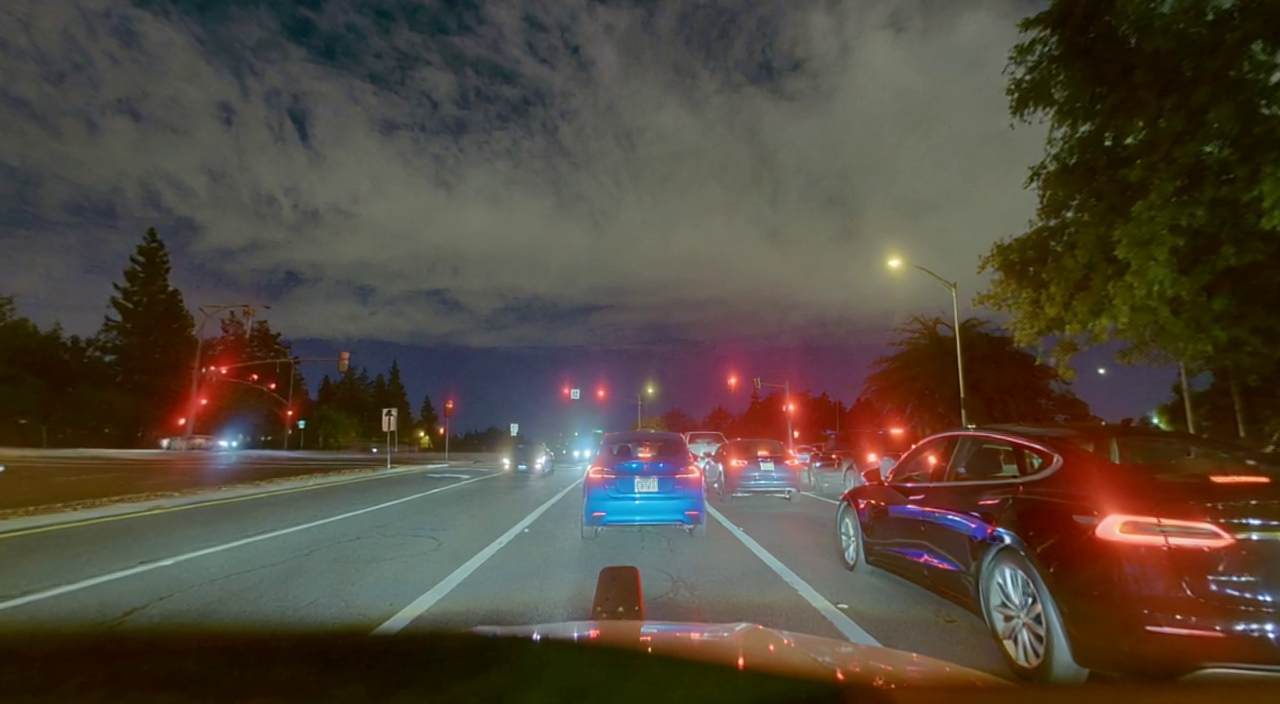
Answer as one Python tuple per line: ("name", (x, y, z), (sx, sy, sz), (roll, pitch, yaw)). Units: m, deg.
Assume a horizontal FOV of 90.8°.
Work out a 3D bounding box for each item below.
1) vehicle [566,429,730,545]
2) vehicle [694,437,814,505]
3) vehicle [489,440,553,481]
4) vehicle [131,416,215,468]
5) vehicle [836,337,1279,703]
("vehicle", (0.025, 2.084, 10.460), (2.147, 1.499, 4.240), (0, -8, -2))
("vehicle", (2.690, 2.930, 16.036), (2.058, 1.466, 4.208), (0, -8, -3))
("vehicle", (-4.643, 4.288, 25.255), (1.972, 1.457, 4.171), (0, -8, -4))
("vehicle", (-29.259, 5.627, 39.691), (2.608, 2.990, 3.026), (2, -8, 3))
("vehicle", (3.182, 1.104, 4.293), (2.167, 1.676, 4.443), (0, -8, -1))
